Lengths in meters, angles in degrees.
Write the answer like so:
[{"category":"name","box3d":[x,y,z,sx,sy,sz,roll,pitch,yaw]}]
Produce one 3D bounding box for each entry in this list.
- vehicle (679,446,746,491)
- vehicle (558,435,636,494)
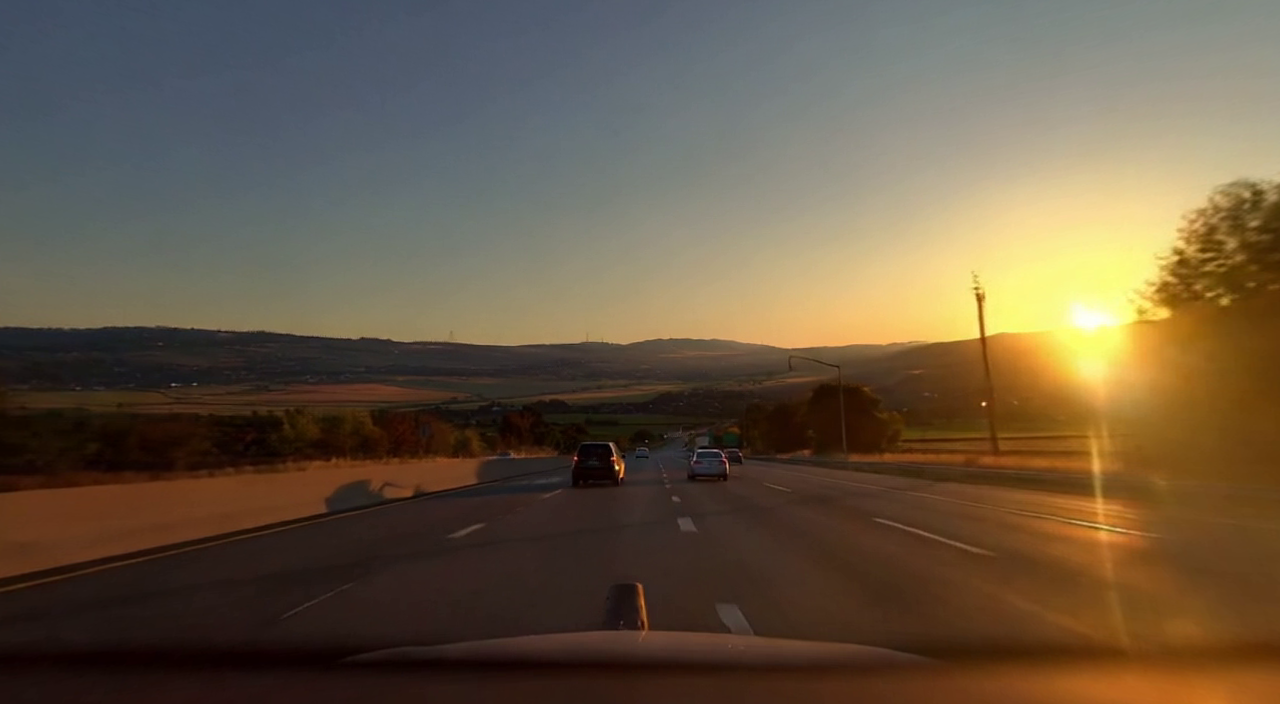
[{"category":"vehicle","box3d":[2.536,4.195,23.007,2.004,1.471,4.032,1,-9,1]},{"category":"vehicle","box3d":[-1.292,3.663,20.821,2.142,1.724,4.344,0,-9,1]}]
